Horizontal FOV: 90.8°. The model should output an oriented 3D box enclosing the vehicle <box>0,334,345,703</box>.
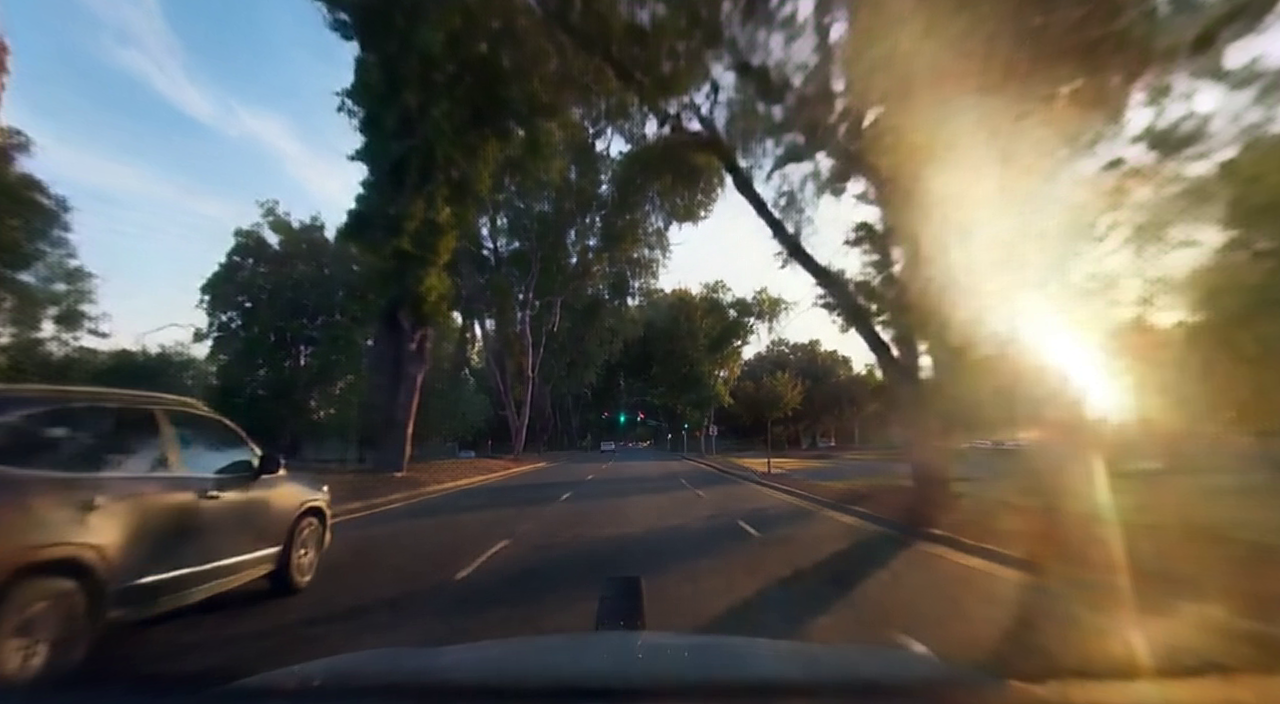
[{"bbox_3d":[-3.672,0.983,3.707,2.018,1.769,3.897,0,-8,-1],"label":"vehicle"}]
